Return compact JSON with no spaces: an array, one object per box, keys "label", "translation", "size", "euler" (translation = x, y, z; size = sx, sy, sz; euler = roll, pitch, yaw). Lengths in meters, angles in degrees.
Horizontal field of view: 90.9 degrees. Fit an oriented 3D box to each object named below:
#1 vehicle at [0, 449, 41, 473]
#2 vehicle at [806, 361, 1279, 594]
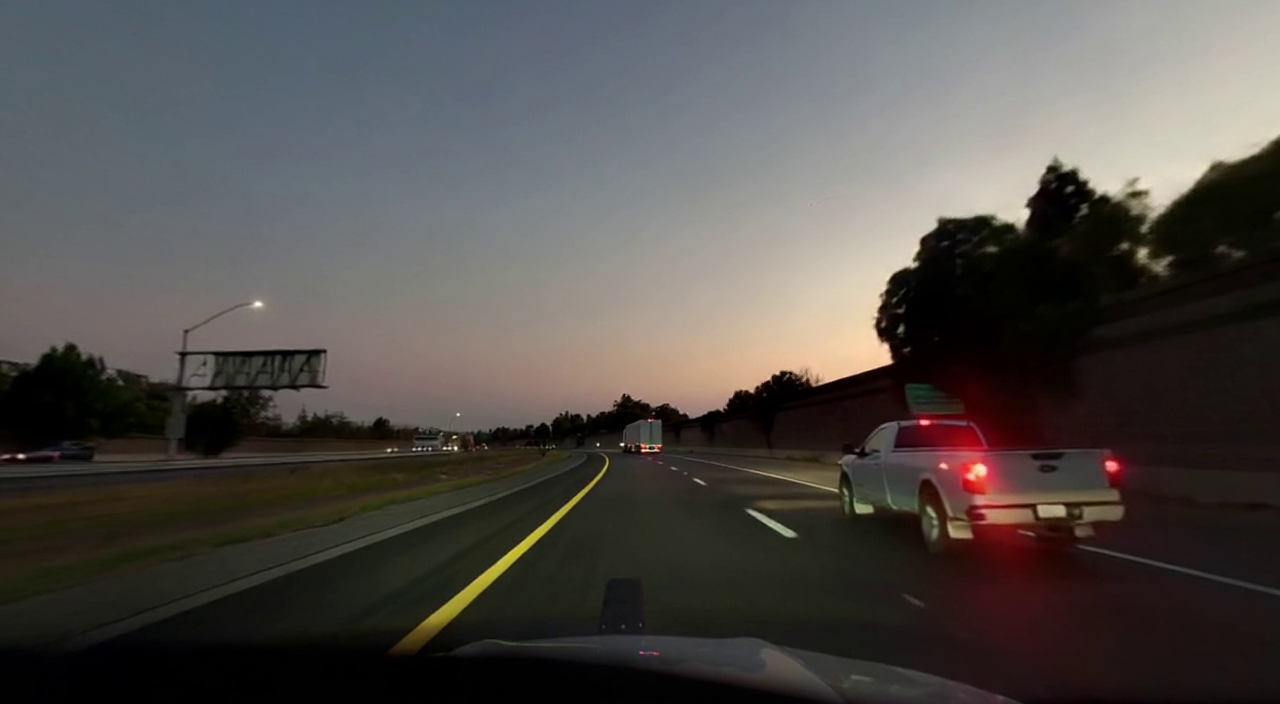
[{"label":"vehicle","translation":[-47.737,8.206,47.688],"size":[1.970,1.511,3.878],"euler":[5,-8,-20]},{"label":"vehicle","translation":[4.163,1.454,8.215],"size":[2.383,1.959,5.669],"euler":[0,-8,-1]}]
